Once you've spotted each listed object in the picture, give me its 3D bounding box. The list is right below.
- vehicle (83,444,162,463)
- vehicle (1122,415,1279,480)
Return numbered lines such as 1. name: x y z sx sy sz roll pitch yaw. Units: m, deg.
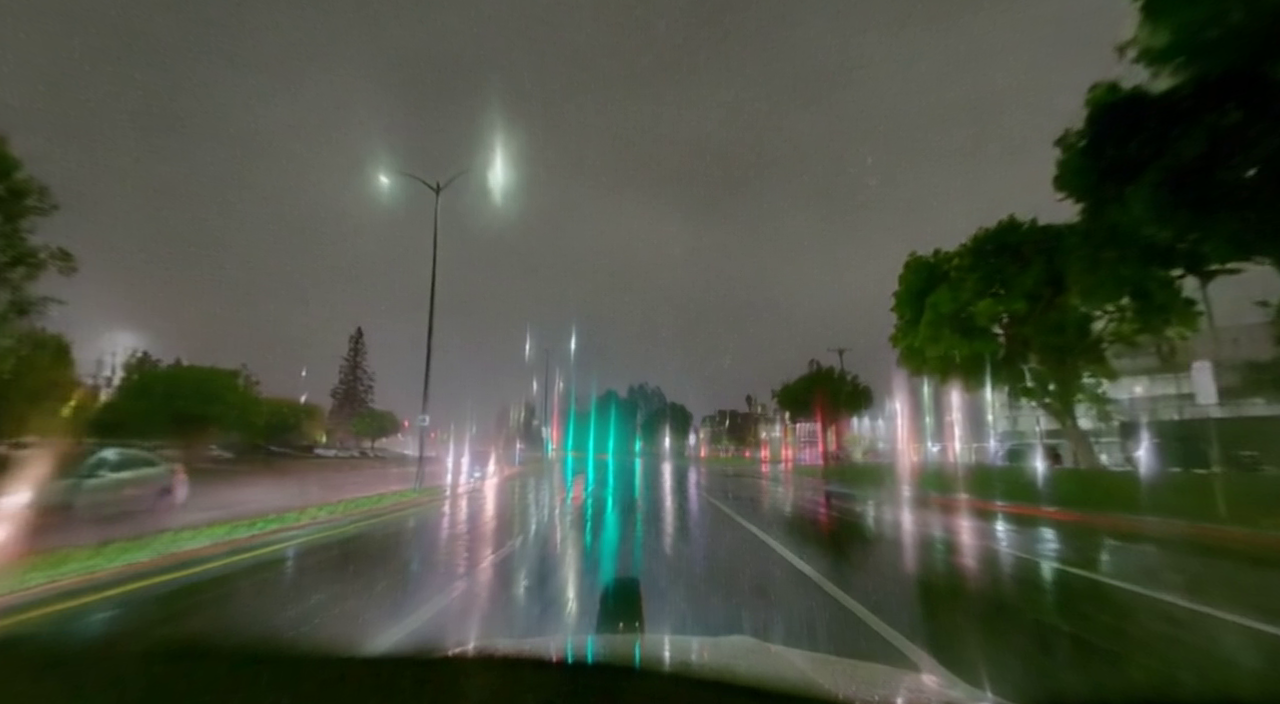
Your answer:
1. vehicle: -38.420 7.538 47.007 4.162 1.246 1.739 2 -9 -23
2. vehicle: 37.228 5.788 38.267 3.455 3.683 12.209 4 -10 -25
